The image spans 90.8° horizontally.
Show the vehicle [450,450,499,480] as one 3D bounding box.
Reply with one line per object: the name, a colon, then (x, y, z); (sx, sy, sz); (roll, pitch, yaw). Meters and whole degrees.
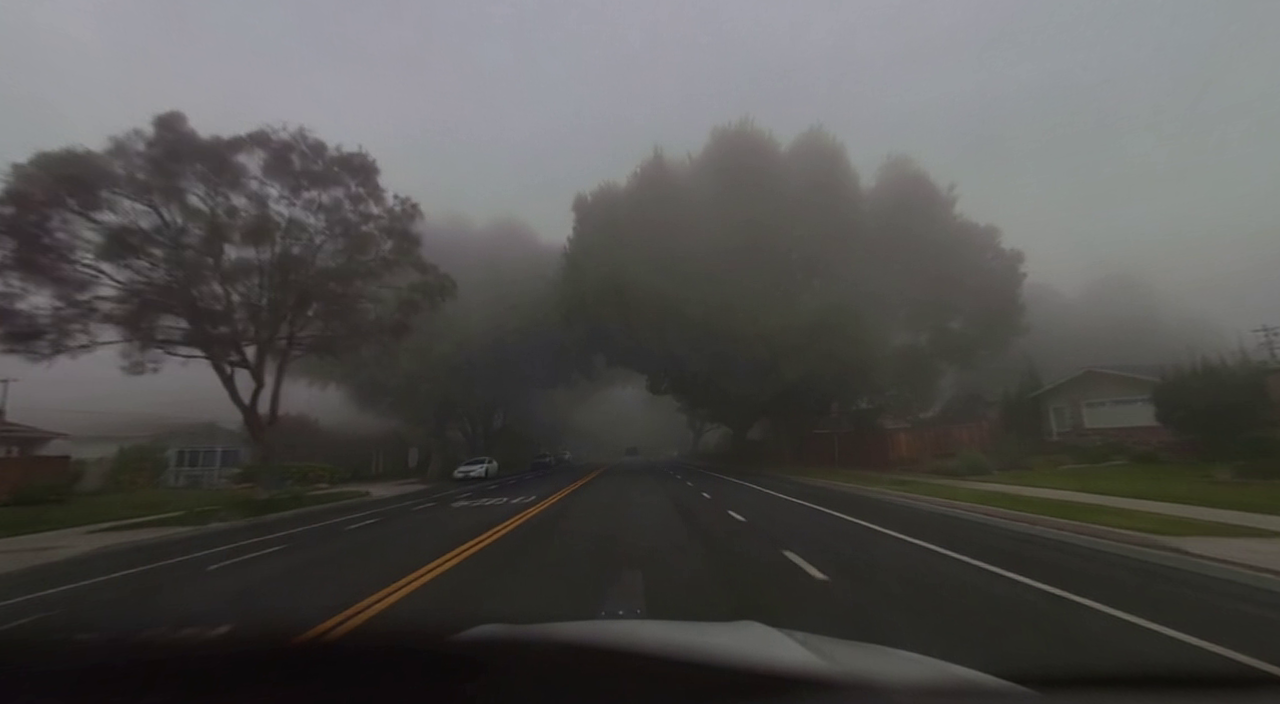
vehicle: (-10.743, 7.331, 41.265); (1.989, 1.610, 4.337); (-5, -8, 0)
